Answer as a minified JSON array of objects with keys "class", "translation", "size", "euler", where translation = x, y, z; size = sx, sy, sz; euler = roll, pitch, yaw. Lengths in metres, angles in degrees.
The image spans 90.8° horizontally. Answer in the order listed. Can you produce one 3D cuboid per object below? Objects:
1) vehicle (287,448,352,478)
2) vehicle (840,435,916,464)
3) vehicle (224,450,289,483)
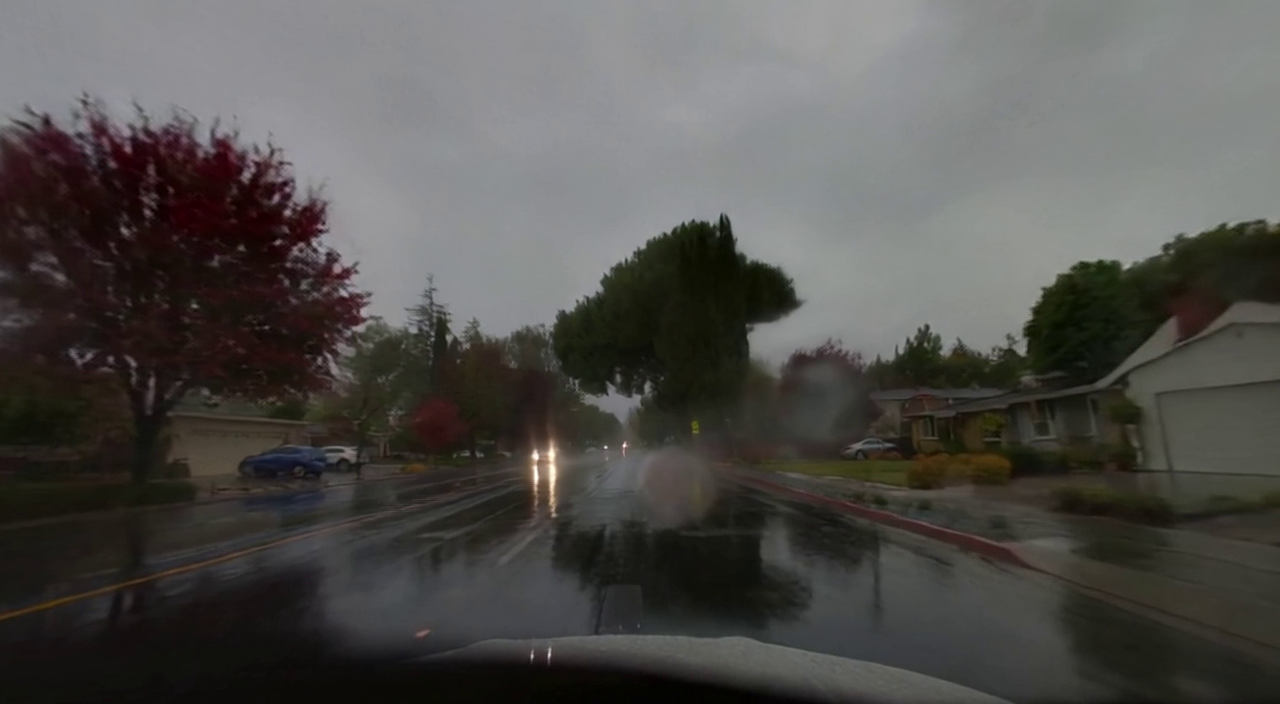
[{"class":"vehicle","translation":[-22.968,7.861,45.201],"size":[5.429,1.949,2.437],"euler":[-9,-12,44]},{"class":"vehicle","translation":[15.216,6.256,40.328],"size":[4.362,1.702,2.333],"euler":[7,-12,-33]},{"class":"vehicle","translation":[-22.628,6.661,37.228],"size":[2.253,1.768,4.266],"euler":[7,-12,-43]}]
